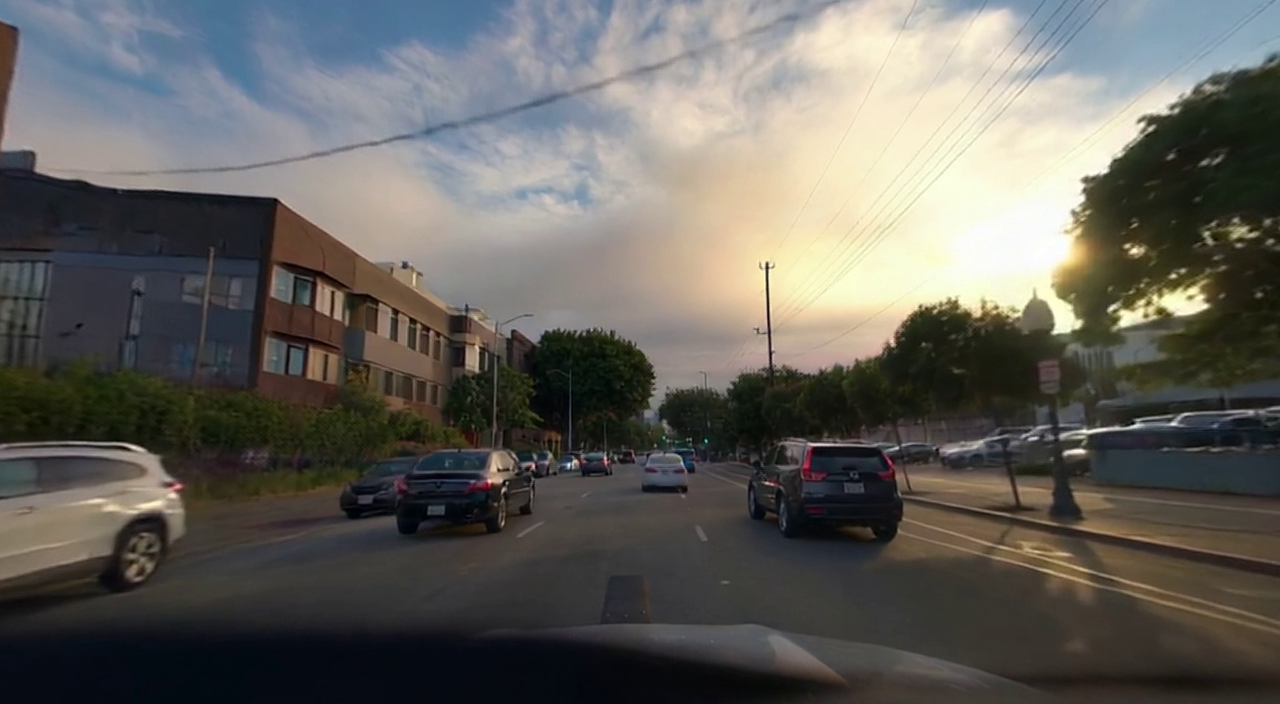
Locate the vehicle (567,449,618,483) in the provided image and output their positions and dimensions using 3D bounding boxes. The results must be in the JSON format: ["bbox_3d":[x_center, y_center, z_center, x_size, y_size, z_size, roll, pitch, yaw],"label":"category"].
[{"bbox_3d":[-2.283,5.666,31.749,2.019,1.507,4.643,-1,-8,3],"label":"vehicle"}]

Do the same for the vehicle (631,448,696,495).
[{"bbox_3d":[0.826,4.260,22.932,2.139,1.466,4.373,0,-8,1],"label":"vehicle"}]

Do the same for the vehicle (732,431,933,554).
[{"bbox_3d":[3.057,2.311,11.185,2.094,1.709,4.394,0,-8,-1],"label":"vehicle"}]

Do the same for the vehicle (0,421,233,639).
[{"bbox_3d":[-6.131,1.487,5.491,2.093,1.724,4.333,-1,-8,3],"label":"vehicle"}]

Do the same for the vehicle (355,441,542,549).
[{"bbox_3d":[-3.221,2.457,11.617,2.085,1.619,3.976,0,-8,2],"label":"vehicle"}]
